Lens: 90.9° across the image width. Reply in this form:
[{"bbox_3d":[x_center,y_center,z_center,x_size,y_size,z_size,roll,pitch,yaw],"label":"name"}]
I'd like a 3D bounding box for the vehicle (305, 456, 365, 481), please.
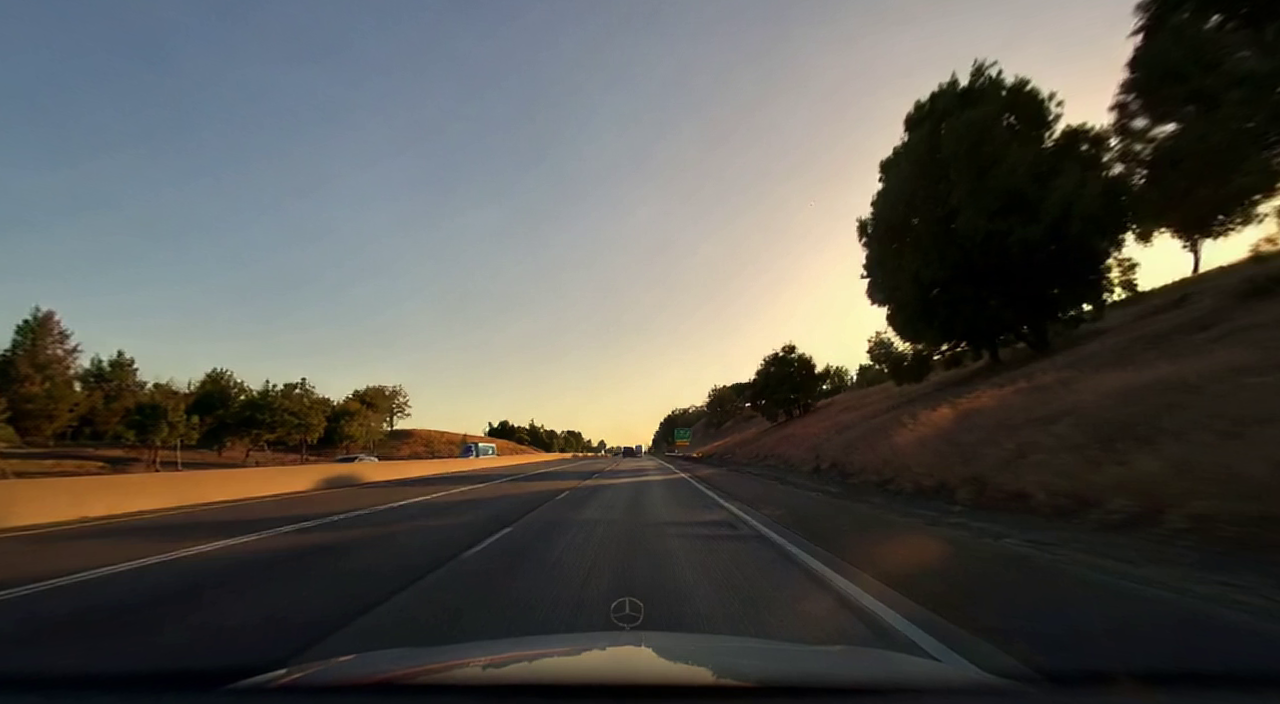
[{"bbox_3d":[-19.144,7.310,39.685,1.772,1.466,3.863,0,-9,1],"label":"vehicle"}]
